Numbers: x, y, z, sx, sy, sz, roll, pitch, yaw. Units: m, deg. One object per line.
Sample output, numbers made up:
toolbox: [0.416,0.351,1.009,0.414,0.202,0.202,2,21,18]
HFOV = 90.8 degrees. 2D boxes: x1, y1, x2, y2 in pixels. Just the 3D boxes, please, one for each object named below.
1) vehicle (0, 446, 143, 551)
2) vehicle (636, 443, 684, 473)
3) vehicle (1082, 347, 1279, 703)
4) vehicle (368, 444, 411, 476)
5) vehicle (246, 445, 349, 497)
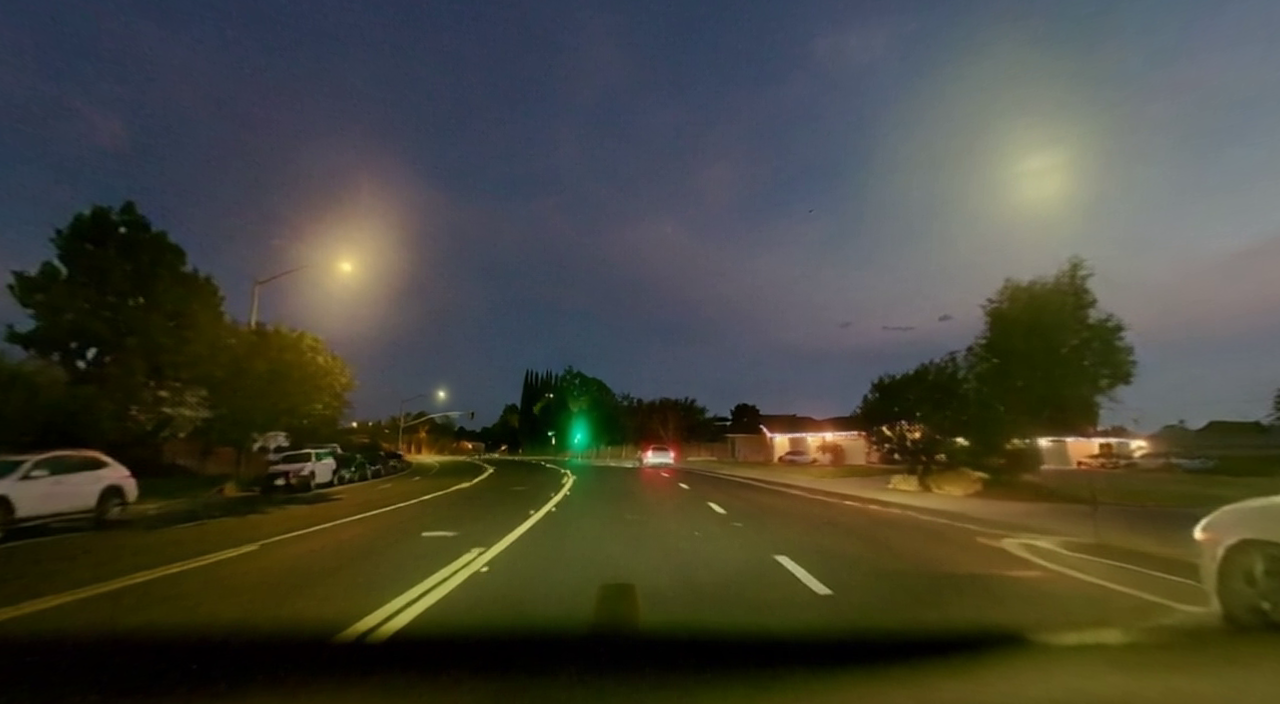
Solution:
vehicle: [-12.071,2.669,11.828,2.032,1.773,4.471,0,-8,-3]
vehicle: [1.077,6.154,36.961,1.951,1.620,4.582,1,-9,-9]
vehicle: [3.948,0.692,1.465,2.081,1.828,5.138,0,-9,0]
vehicle: [-16.663,7.166,42.309,1.993,1.801,5.201,-1,-8,-14]
vehicle: [-13.382,4.624,25.075,2.146,1.806,4.733,1,-9,-10]
